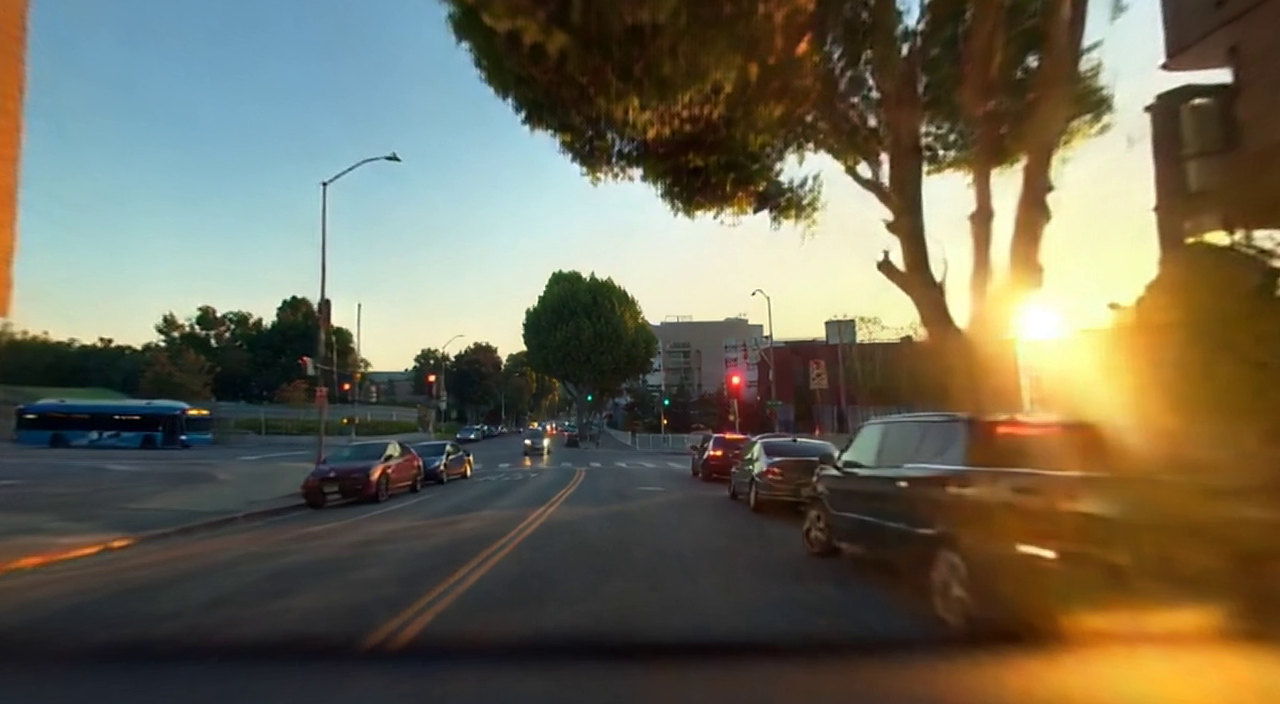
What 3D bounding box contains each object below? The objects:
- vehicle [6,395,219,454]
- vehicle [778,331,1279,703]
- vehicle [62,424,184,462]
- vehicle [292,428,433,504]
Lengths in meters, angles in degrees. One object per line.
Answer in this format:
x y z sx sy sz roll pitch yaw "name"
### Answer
-33.261 4.663 40.162 10.621 3.479 3.025 1 -9 1 "vehicle"
3.086 1.223 5.633 2.222 1.812 5.688 0 -9 -2 "vehicle"
-29.006 5.123 35.608 4.704 2.065 2.328 0 -9 -2 "vehicle"
-7.123 2.954 16.743 1.893 1.758 4.019 0 -9 0 "vehicle"
